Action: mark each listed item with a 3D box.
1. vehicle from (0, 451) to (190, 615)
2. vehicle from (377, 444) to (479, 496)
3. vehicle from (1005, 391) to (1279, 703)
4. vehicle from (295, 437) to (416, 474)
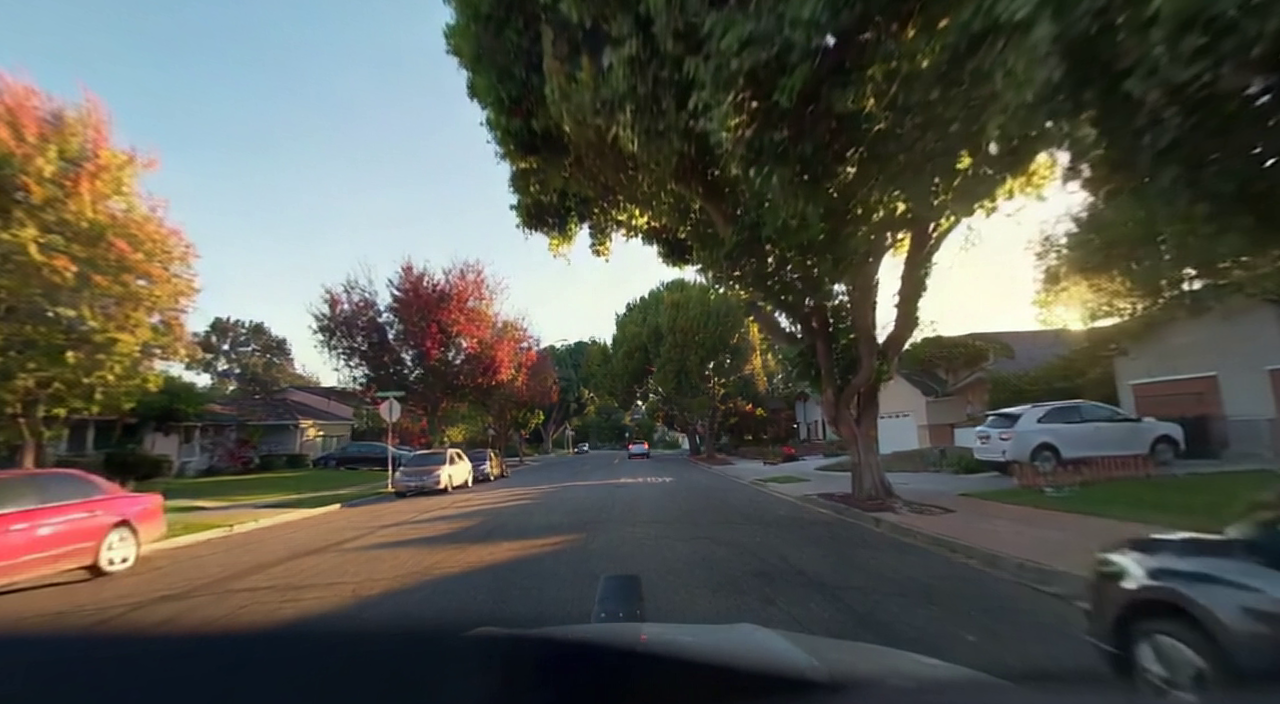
[{"bbox_3d":[-6.849,1.722,5.901,2.009,1.470,4.475,-3,-9,-1],"label":"vehicle"},{"bbox_3d":[-6.994,3.904,21.338,1.972,1.543,4.622,0,-8,-2],"label":"vehicle"},{"bbox_3d":[3.146,0.739,1.185,2.004,1.469,4.706,0,-8,-1],"label":"vehicle"},{"bbox_3d":[-15.641,5.711,34.929,5.619,1.947,2.183,1,-9,-4],"label":"vehicle"}]
